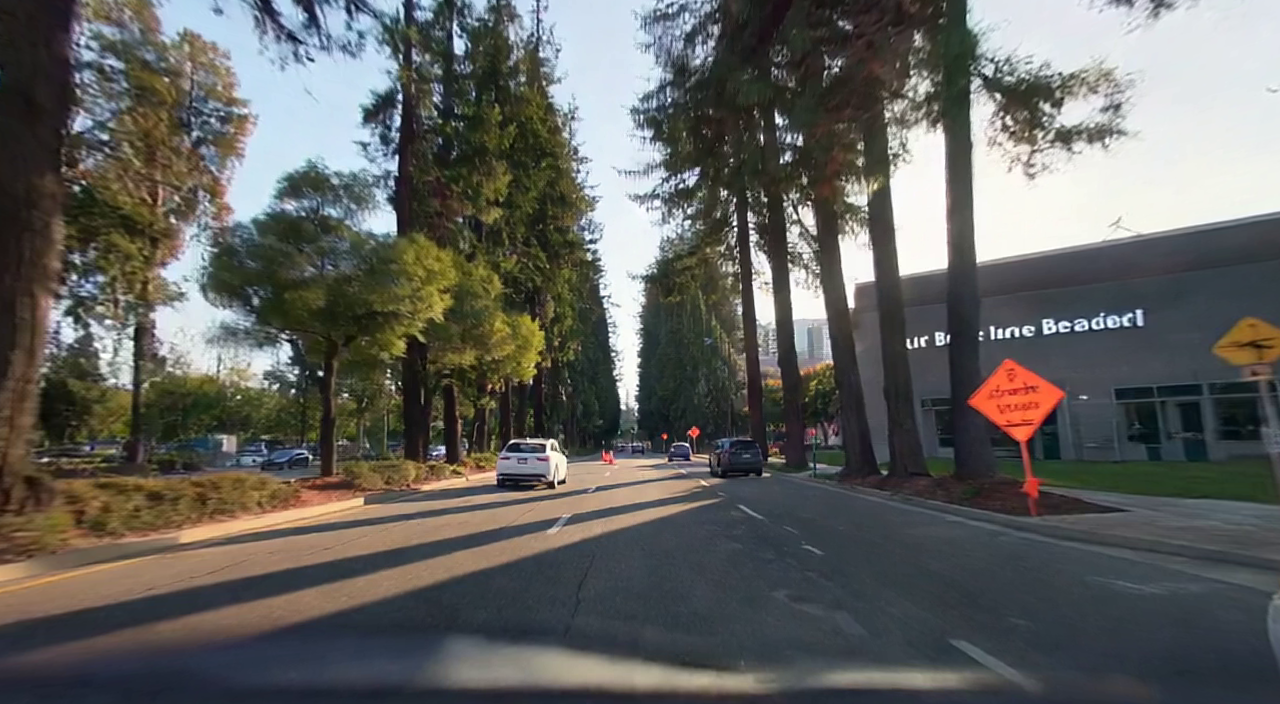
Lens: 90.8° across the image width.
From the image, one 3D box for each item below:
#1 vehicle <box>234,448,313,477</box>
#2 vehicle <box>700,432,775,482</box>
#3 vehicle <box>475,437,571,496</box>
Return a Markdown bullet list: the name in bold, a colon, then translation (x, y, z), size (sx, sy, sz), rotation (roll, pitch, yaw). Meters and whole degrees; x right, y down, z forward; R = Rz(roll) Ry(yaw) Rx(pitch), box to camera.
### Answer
- **vehicle**: translation (-22.084, 6.655, 38.305), size (1.996, 1.605, 4.671), rotation (0, -9, 0)
- **vehicle**: translation (3.792, 4.185, 25.487), size (2.159, 1.793, 4.735), rotation (0, -9, -2)
- **vehicle**: translation (-3.203, 3.216, 18.149), size (2.020, 1.474, 4.098), rotation (0, -9, -1)
